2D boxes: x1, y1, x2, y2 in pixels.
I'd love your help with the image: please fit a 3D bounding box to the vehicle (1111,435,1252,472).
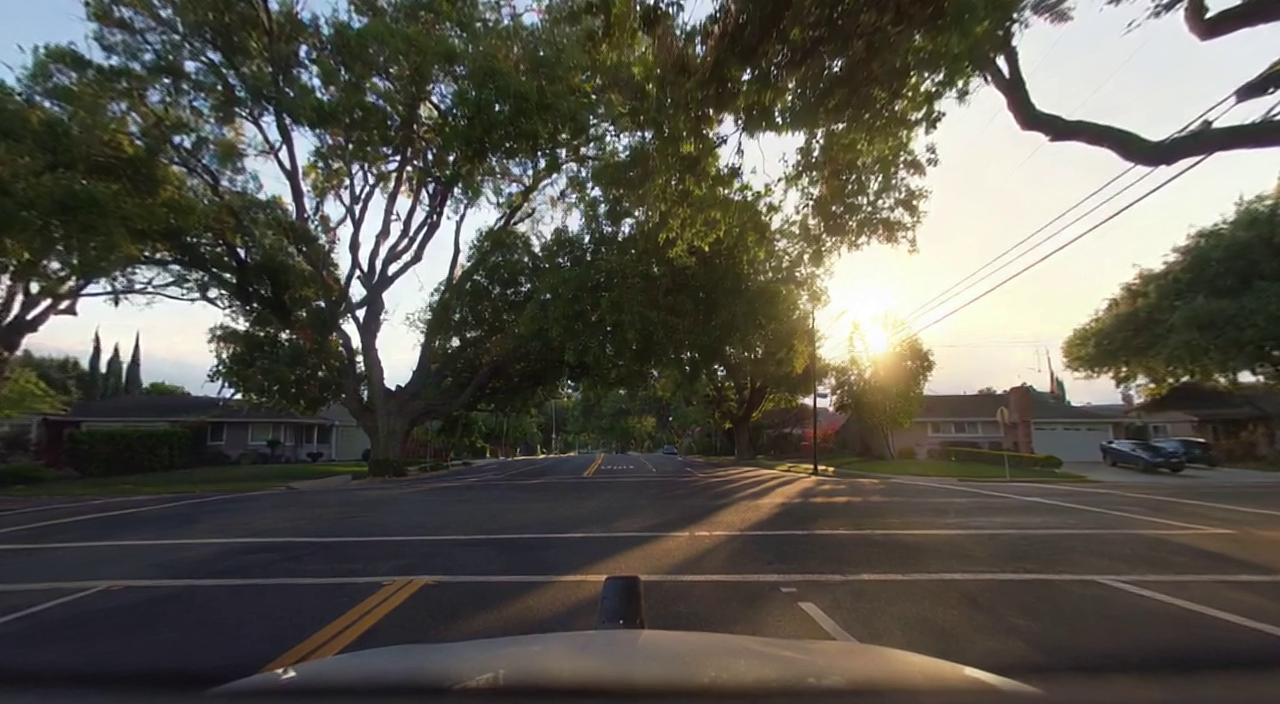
[{"bbox_3d":[26.323,4.963,31.055,2.152,1.606,5.402,0,-9,0],"label":"vehicle"}]
